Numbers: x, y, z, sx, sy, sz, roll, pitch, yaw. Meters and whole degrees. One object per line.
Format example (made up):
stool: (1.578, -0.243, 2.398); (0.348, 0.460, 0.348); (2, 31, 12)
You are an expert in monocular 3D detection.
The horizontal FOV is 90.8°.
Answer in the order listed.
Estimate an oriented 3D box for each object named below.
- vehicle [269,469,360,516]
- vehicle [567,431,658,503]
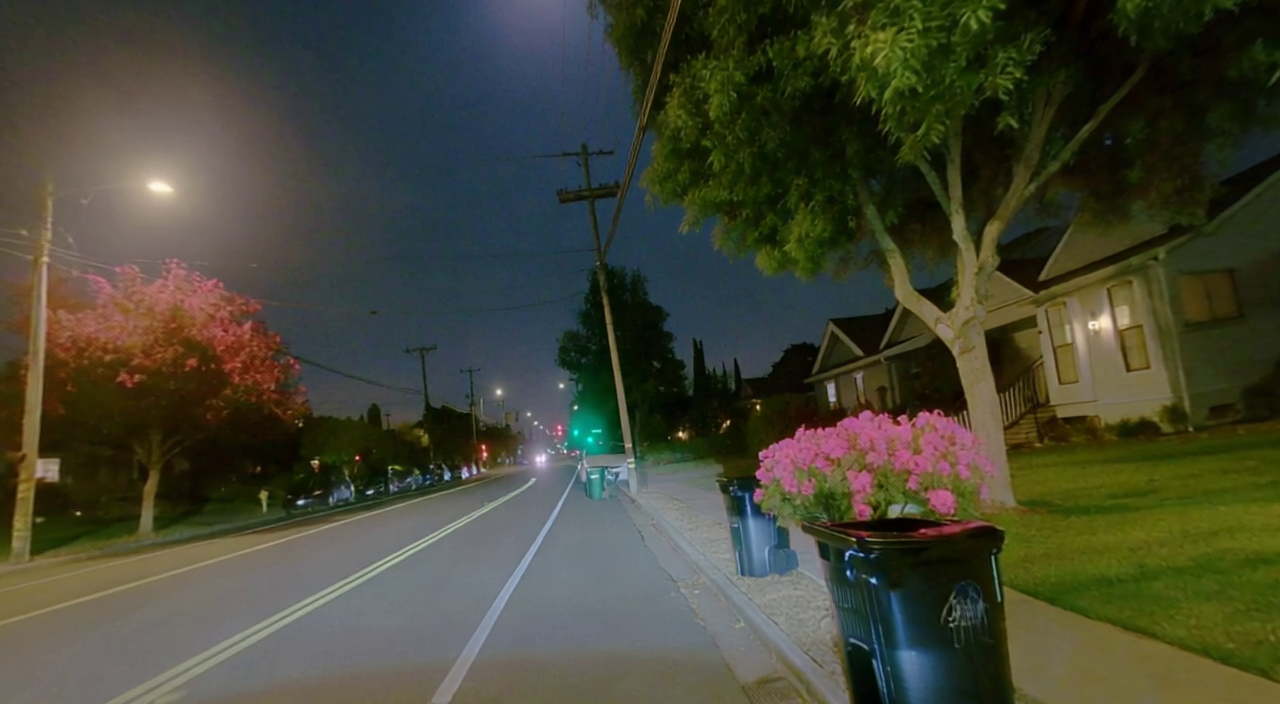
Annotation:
vehicle: (-13.761, 5.920, 26.990); (1.982, 1.660, 4.142); (1, -8, -6)
vehicle: (-0.823, 3.079, 17.383); (2.190, 1.708, 4.115); (0, -8, -4)
